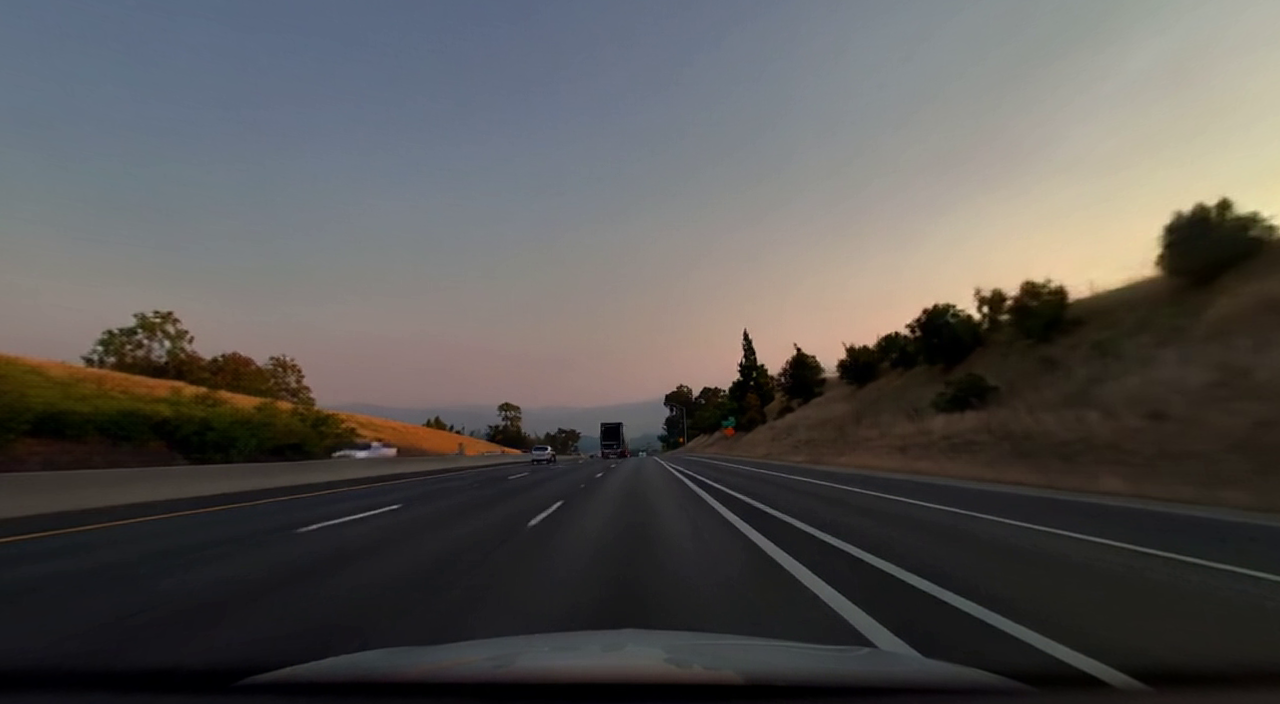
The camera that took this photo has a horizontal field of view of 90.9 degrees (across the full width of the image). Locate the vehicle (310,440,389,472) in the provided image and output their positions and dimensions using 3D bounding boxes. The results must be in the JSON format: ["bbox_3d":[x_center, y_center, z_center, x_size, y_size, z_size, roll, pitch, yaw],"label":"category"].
[{"bbox_3d":[-17.171,6.173,37.665,2.134,1.726,5.214,0,-8,1],"label":"vehicle"}]

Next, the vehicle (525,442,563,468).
[{"bbox_3d":[-7.098,7.652,46.878,2.043,1.828,4.436,0,-8,1],"label":"vehicle"}]
